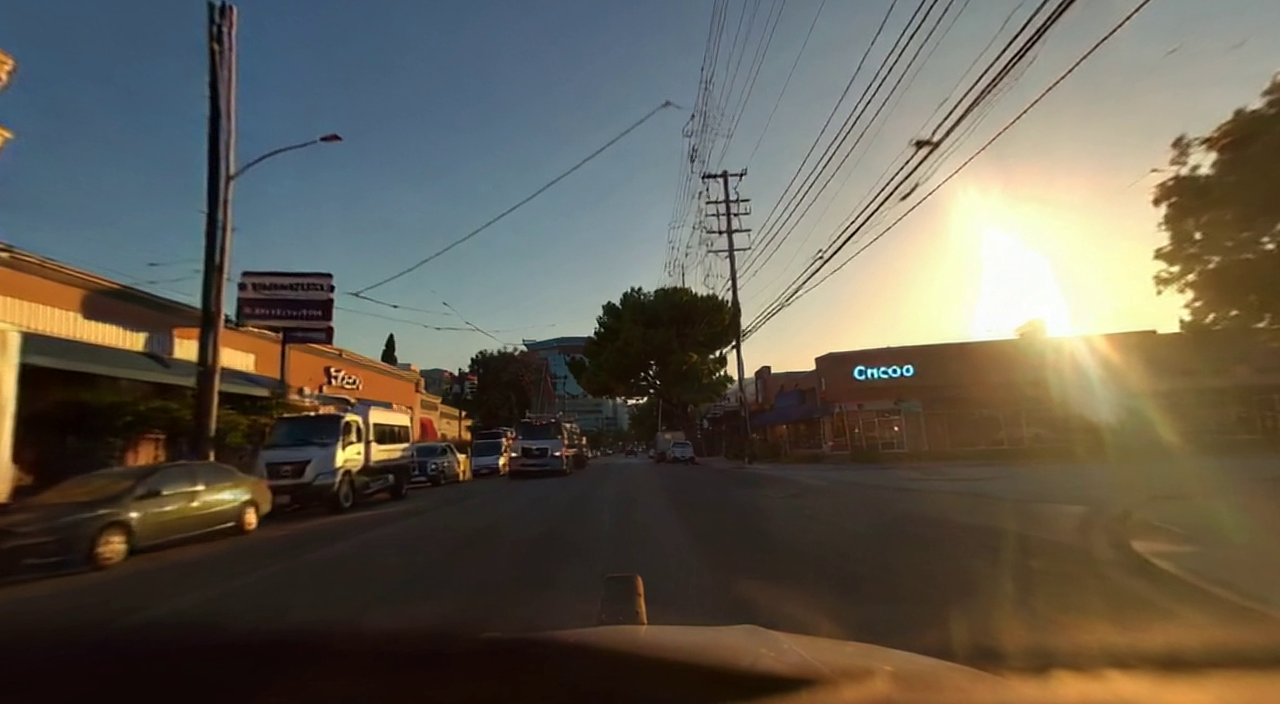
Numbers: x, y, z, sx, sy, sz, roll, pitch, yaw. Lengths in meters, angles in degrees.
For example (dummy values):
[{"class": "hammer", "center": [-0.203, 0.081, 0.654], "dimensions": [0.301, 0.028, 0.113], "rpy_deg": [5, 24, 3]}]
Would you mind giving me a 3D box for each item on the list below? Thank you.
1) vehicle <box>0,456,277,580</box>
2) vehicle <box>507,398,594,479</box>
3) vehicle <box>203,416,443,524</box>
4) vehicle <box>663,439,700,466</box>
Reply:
[{"class": "vehicle", "center": [-8.252, 2.516, 10.451], "dimensions": [1.777, 1.468, 4.605], "rpy_deg": [0, -8, 0]}, {"class": "vehicle", "center": [-4.133, 4.440, 32.224], "dimensions": [2.994, 3.308, 12.131], "rpy_deg": [0, -8, -2]}, {"class": "vehicle", "center": [-8.100, 3.115, 17.517], "dimensions": [2.737, 2.345, 7.210], "rpy_deg": [-1, -8, 2]}, {"class": "vehicle", "center": [2.843, 7.011, 44.411], "dimensions": [2.097, 1.784, 4.915], "rpy_deg": [0, -8, -2]}]
